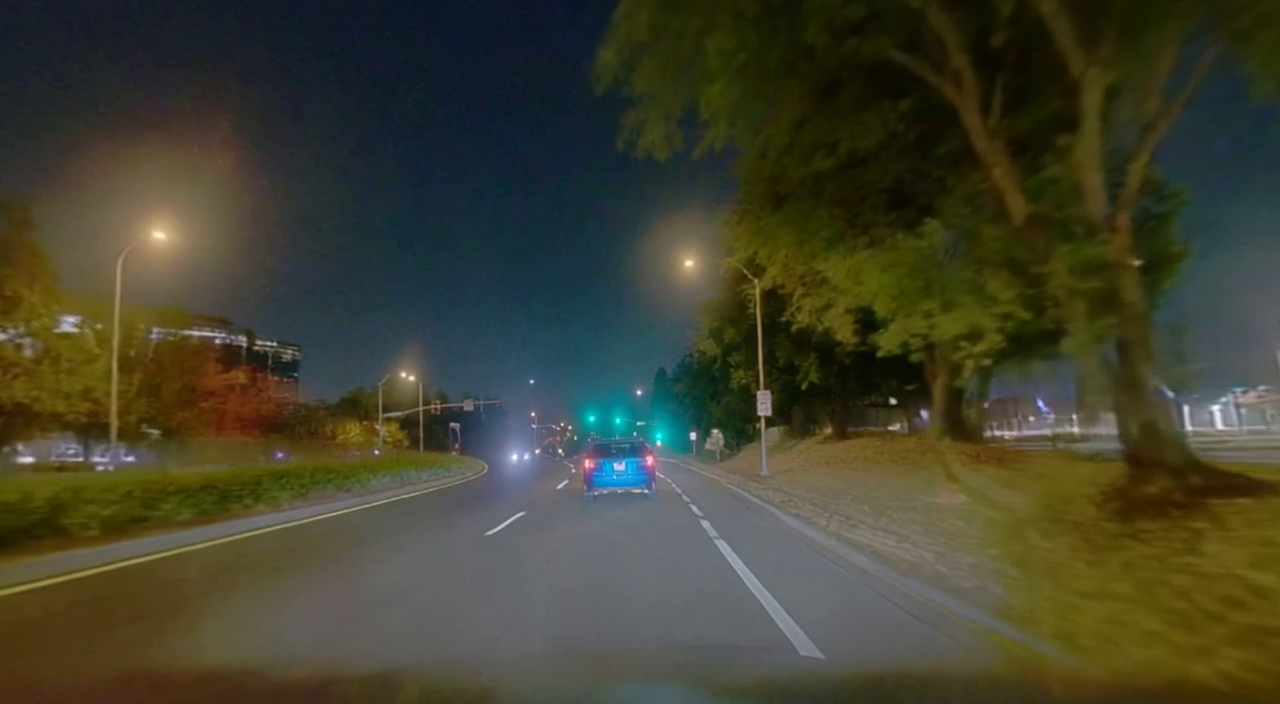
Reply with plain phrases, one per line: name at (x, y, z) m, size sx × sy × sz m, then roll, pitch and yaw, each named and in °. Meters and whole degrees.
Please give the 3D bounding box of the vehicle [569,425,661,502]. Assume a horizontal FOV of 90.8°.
vehicle at (-0.613, 2.906, 16.811) m, size 2.131 × 1.761 × 4.242 m, roll 0°, pitch -8°, yaw -1°
